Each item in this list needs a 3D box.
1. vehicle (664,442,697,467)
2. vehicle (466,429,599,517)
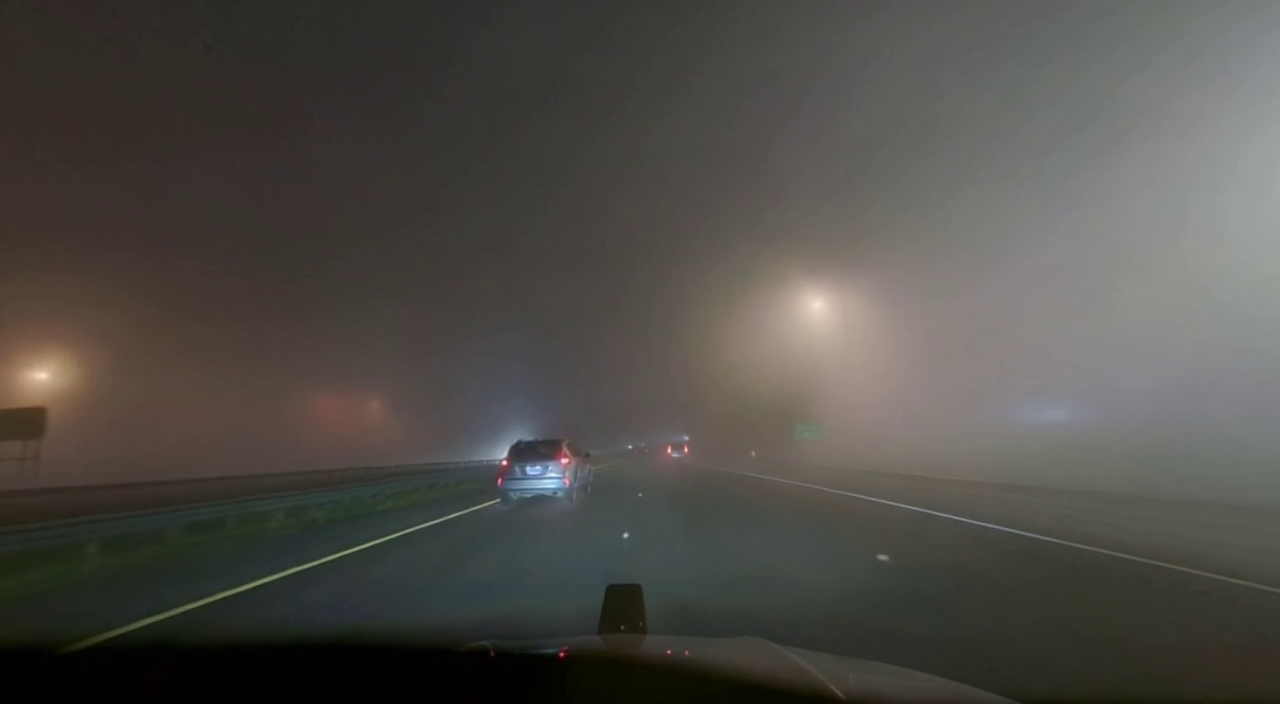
[{"bbox_3d":[2.825,7.229,44.659,2.073,1.621,3.993,-1,-8,1],"label":"vehicle"},{"bbox_3d":[-2.267,2.721,14.711,2.143,1.693,4.513,-1,-8,2],"label":"vehicle"}]
